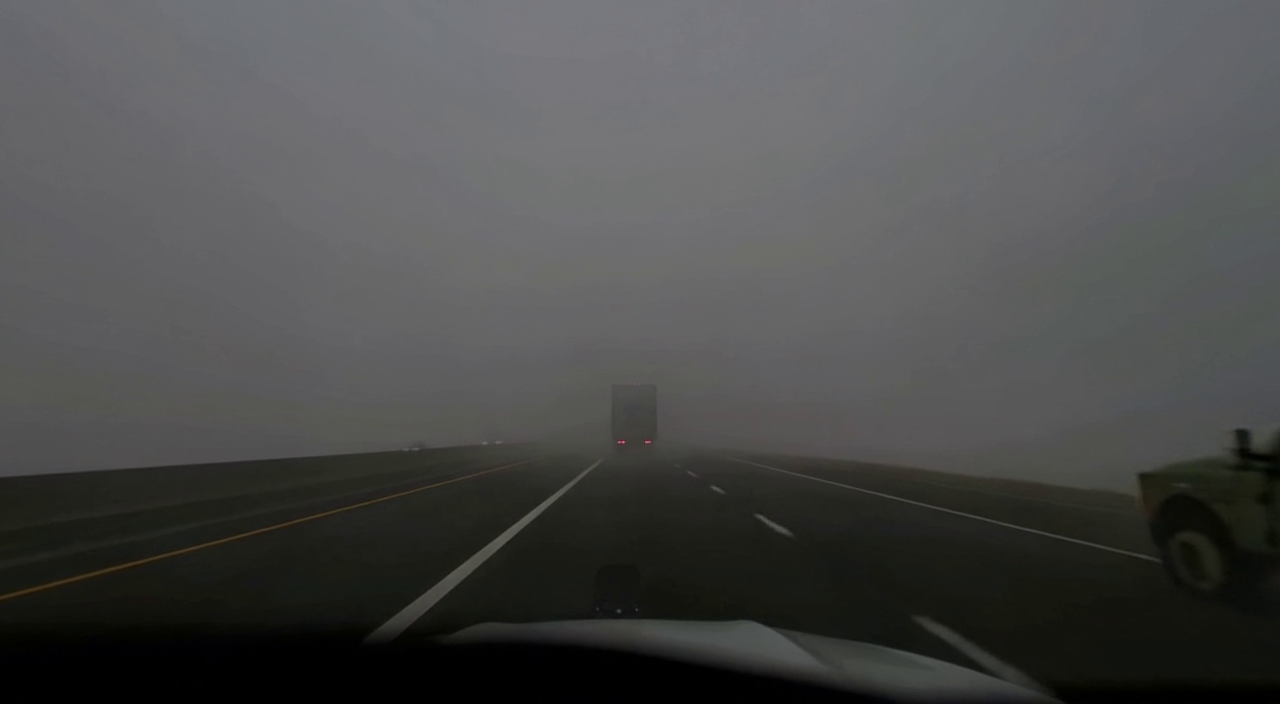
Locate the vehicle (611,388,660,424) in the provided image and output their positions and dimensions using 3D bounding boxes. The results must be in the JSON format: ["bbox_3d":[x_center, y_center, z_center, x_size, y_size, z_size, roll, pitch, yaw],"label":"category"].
[{"bbox_3d":[-0.200,2.534,28.926,2.112,1.472,4.240,0,-8,0],"label":"vehicle"}]

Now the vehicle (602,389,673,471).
[{"bbox_3d":[-0.296,4.068,33.059,2.953,3.406,13.372,0,-7,-2],"label":"vehicle"}]

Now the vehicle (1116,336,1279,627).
[{"bbox_3d":[5.115,0.677,2.932,2.091,1.829,4.625,0,-8,-1],"label":"vehicle"}]
